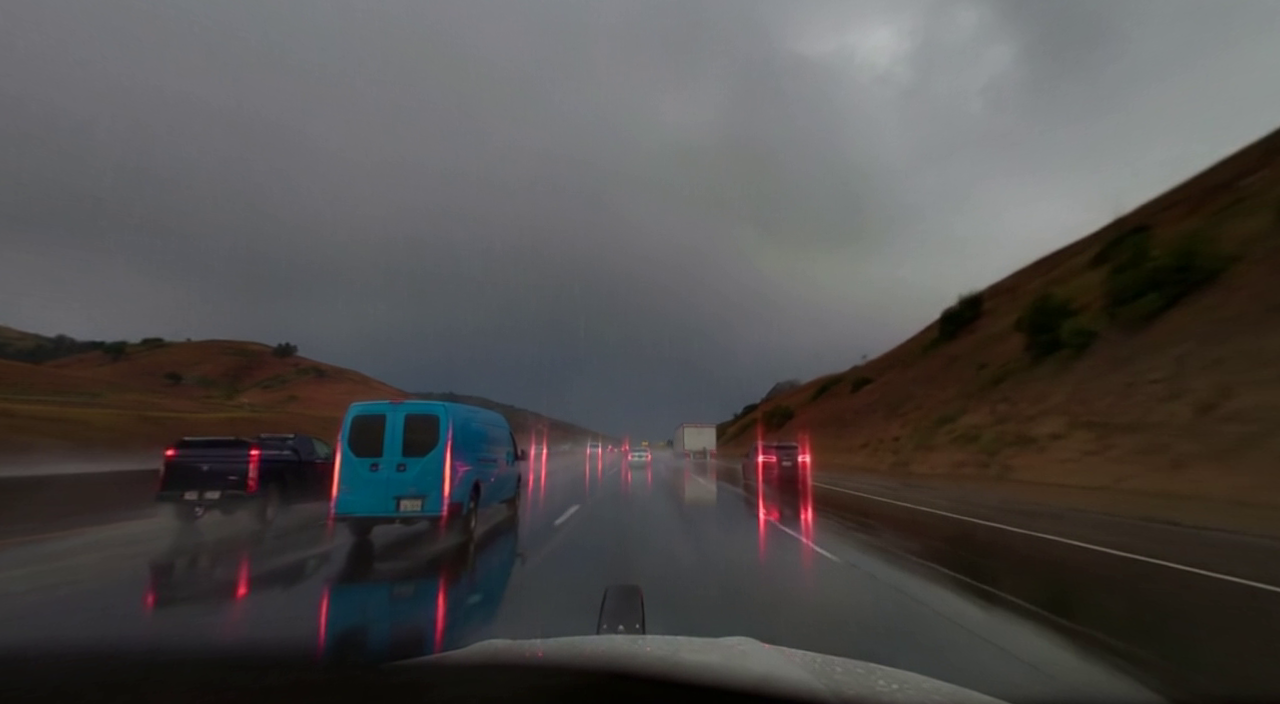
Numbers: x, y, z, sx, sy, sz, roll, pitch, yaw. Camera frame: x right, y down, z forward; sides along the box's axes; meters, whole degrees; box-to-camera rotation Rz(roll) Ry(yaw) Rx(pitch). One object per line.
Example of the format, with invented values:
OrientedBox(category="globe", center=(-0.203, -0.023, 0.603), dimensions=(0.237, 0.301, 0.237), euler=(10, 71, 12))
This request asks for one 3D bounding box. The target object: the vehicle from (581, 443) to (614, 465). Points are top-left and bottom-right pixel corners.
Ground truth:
OrientedBox(category="vehicle", center=(-3.168, 7.726, 47.697), dimensions=(2.138, 1.581, 4.340), euler=(0, -9, 0))

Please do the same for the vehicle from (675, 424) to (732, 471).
OrientedBox(category="vehicle", center=(3.974, 6.280, 41.322), dimensions=(2.877, 2.730, 7.831), euler=(0, -9, 0))

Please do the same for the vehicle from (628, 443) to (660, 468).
OrientedBox(category="vehicle", center=(0.242, 6.755, 41.346), dimensions=(2.014, 1.543, 3.804), euler=(0, -9, 0))

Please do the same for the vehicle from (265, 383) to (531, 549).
OrientedBox(category="vehicle", center=(-3.739, 1.960, 11.359), dimensions=(2.421, 2.203, 5.775), euler=(0, -9, 1))

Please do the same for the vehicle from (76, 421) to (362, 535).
OrientedBox(category="vehicle", center=(-7.498, 2.291, 12.073), dimensions=(2.054, 1.715, 4.928), euler=(0, -9, 0))

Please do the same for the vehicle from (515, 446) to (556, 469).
OrientedBox(category="vehicle", center=(-7.105, 7.205, 43.243), dimensions=(2.021, 1.500, 4.512), euler=(0, -9, -1))

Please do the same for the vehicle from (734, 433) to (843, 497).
OrientedBox(category="vehicle", center=(4.043, 3.167, 17.943), dimensions=(2.051, 1.598, 4.145), euler=(0, -9, -1))
